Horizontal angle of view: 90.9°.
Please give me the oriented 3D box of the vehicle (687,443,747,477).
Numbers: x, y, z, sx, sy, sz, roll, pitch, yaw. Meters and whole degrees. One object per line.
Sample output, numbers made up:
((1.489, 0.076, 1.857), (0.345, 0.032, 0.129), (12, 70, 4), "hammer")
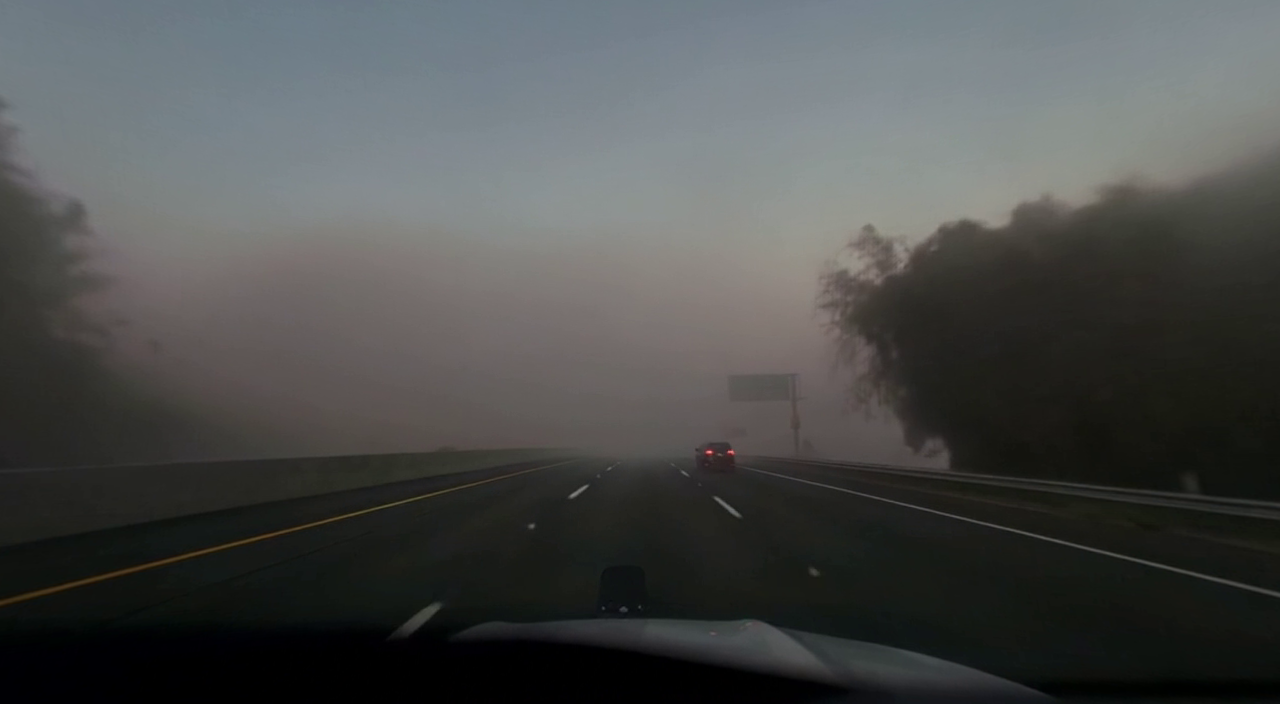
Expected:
((3.563, 5.057, 29.969), (2.193, 1.462, 4.533), (0, -8, -1), "vehicle")
